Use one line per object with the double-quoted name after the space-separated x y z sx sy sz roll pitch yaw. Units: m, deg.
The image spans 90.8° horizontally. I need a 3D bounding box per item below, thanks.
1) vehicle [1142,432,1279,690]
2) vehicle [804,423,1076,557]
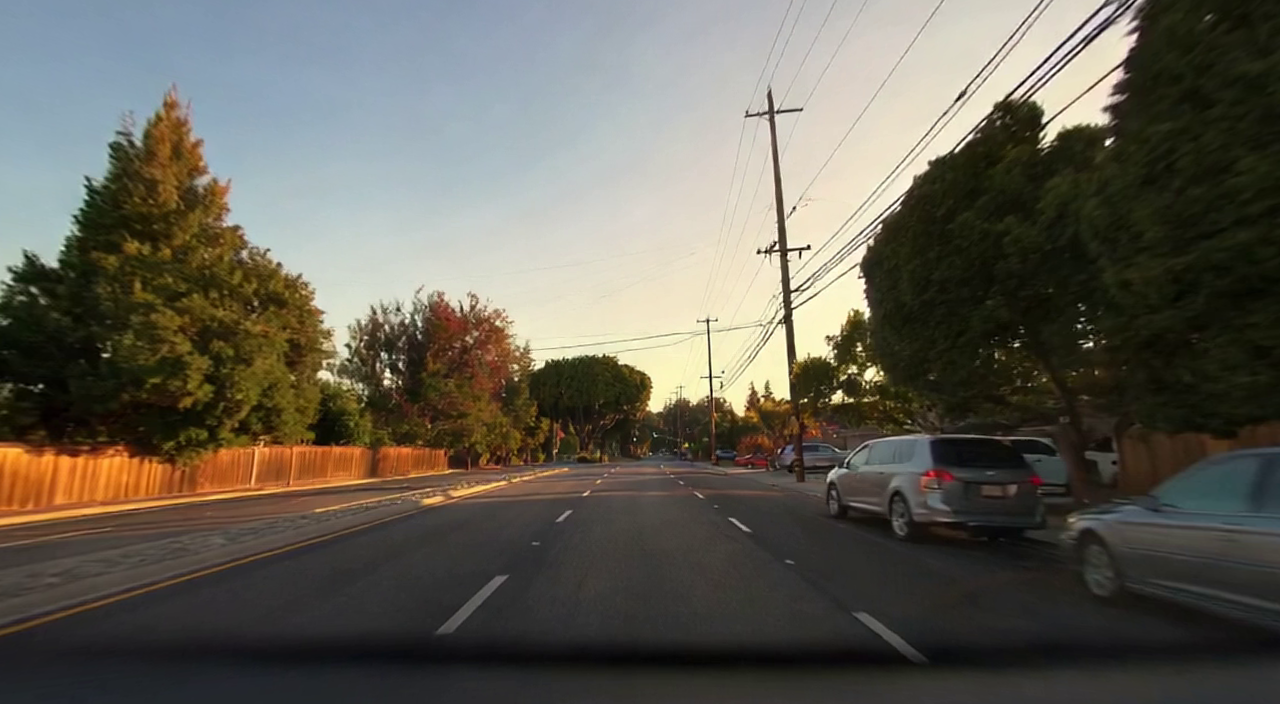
4.675 1.029 2.425 1.913 1.486 4.355 0 -9 0 "vehicle"
4.537 2.162 10.667 2.092 1.713 4.830 0 -9 -2 "vehicle"
